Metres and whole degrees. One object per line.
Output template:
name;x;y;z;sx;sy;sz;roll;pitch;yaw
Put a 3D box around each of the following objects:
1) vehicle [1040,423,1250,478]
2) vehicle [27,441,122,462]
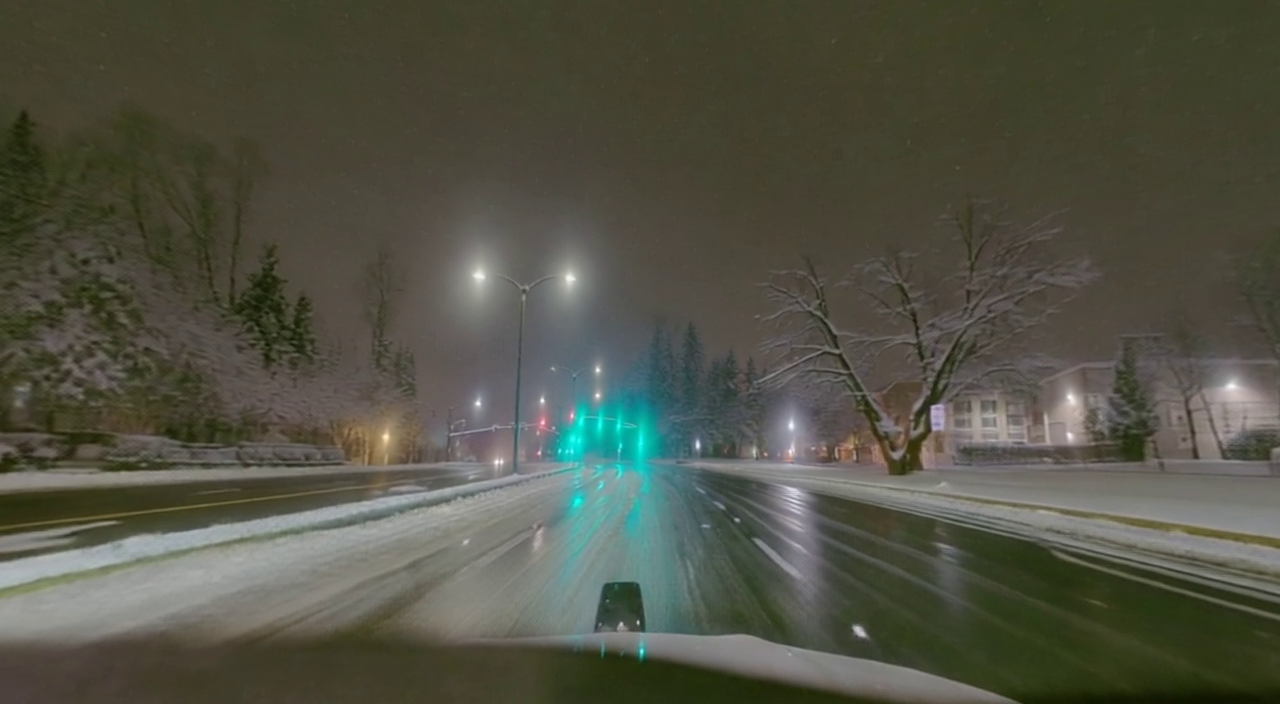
vehicle;38.110;7.578;48.711;3.455;3.683;12.209;5;-10;-24
vehicle;-42.457;7.444;47.553;4.891;1.468;1.952;4;-10;-28
